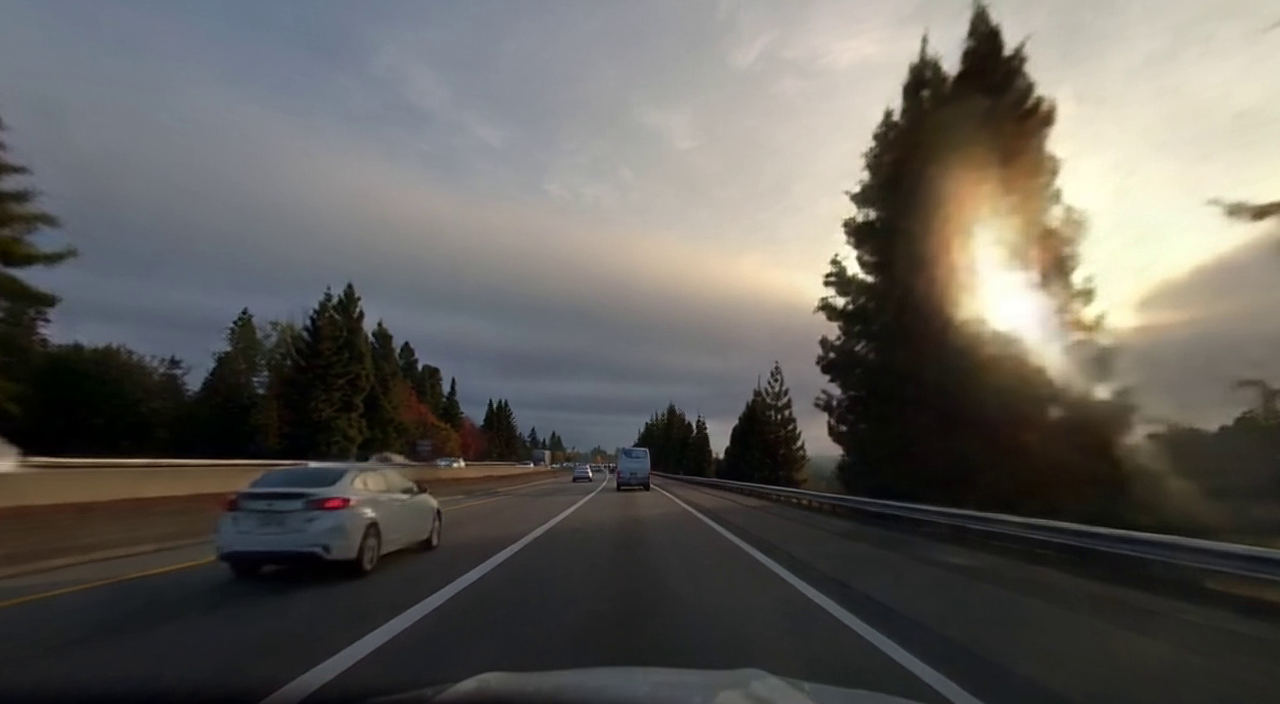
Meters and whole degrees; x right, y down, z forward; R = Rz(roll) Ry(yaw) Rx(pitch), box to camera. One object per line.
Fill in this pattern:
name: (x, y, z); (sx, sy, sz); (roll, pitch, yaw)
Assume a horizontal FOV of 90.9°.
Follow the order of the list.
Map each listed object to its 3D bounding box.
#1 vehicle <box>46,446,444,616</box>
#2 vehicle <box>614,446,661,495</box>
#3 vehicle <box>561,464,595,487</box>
vehicle: (-4.318, 2.056, 8.067); (2.128, 1.491, 4.508); (1, -11, 0)
vehicle: (-0.175, 6.781, 36.191); (2.482, 2.549, 5.447); (1, -11, -1)
vehicle: (-4.533, 9.100, 46.494); (2.100, 1.605, 3.883); (1, -10, 0)
